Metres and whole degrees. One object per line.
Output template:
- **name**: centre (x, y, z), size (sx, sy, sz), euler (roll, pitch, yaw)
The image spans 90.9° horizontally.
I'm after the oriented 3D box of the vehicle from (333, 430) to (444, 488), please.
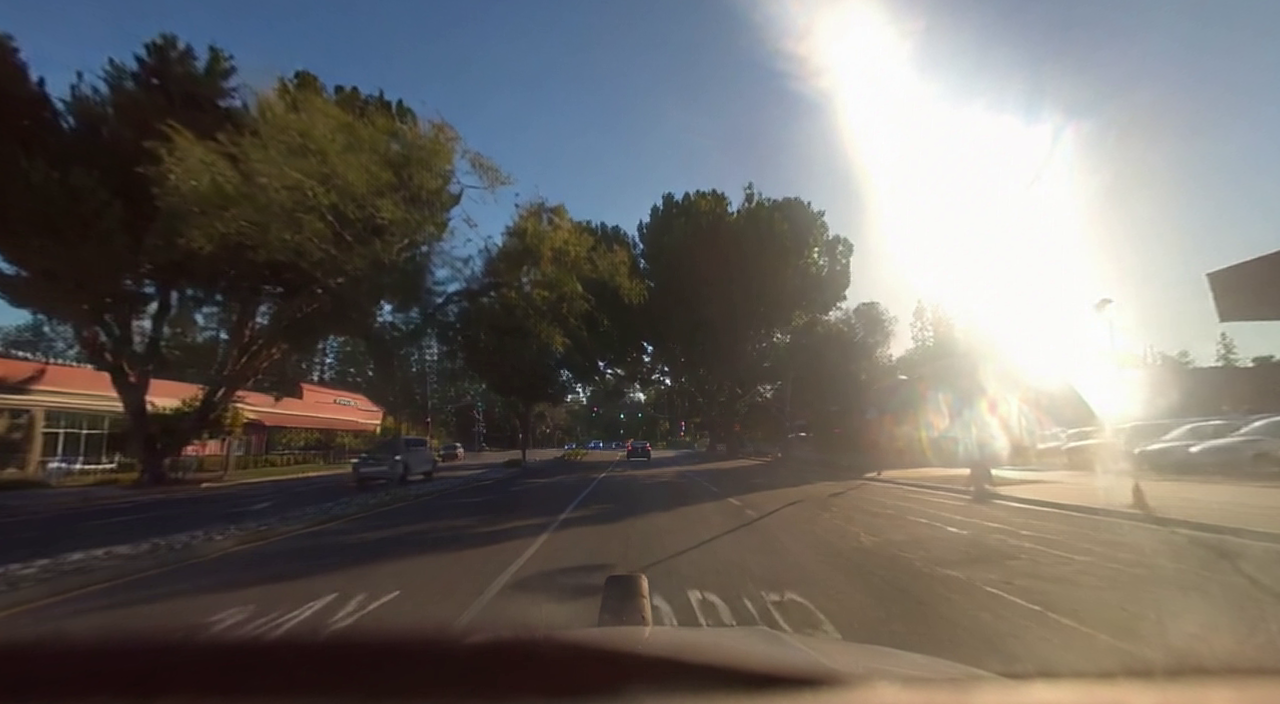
- **vehicle**: centre (-8.695, 3.732, 22.331), size (2.149, 1.793, 4.468), euler (0, -8, -1)
